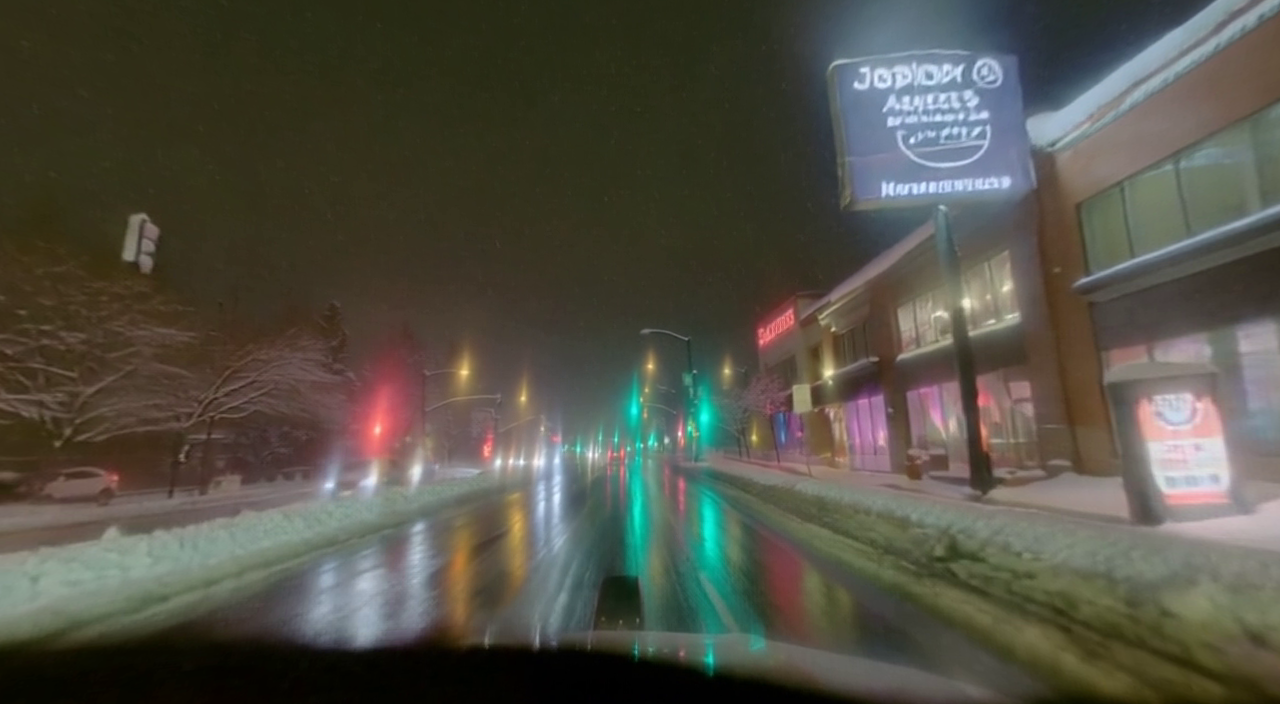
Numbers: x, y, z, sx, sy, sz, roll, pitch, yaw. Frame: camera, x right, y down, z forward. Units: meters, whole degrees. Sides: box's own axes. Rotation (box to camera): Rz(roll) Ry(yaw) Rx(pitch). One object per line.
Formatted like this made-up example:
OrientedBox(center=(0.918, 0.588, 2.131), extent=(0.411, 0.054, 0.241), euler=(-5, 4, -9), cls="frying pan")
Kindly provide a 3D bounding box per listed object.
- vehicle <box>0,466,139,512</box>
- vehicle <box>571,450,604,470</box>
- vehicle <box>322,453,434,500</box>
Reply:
OrientedBox(center=(-26.927, 6.251, 29.220), extent=(2.059, 1.804, 5.347), euler=(-5, -10, 27), cls="vehicle")
OrientedBox(center=(-3.832, 7.939, 46.479), extent=(1.962, 1.420, 4.021), euler=(0, -9, 1), cls="vehicle")
OrientedBox(center=(-9.647, 4.578, 23.793), extent=(1.994, 1.550, 5.009), euler=(0, -9, 1), cls="vehicle")
